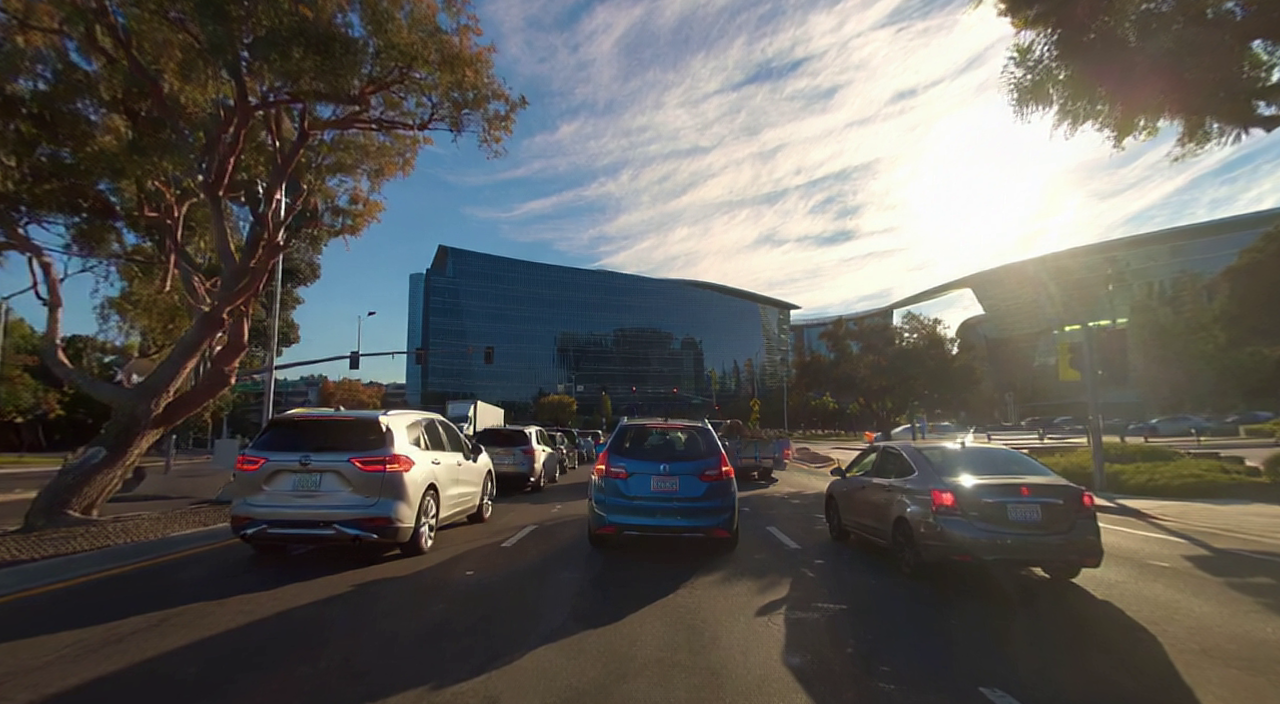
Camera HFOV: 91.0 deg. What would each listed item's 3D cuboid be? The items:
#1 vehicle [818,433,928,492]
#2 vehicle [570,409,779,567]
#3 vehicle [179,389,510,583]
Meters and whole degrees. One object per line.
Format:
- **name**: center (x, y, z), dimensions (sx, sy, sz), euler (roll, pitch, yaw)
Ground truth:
- **vehicle**: center (7.077, 3.386, 19.627), dimensions (2.067, 1.599, 4.251), euler (-1, -8, 4)
- **vehicle**: center (0.386, 1.744, 8.774), dimensions (2.189, 1.649, 4.171), euler (0, -8, 1)
- **vehicle**: center (-3.243, 1.577, 8.174), dimensions (2.085, 1.812, 4.388), euler (0, -8, 1)
